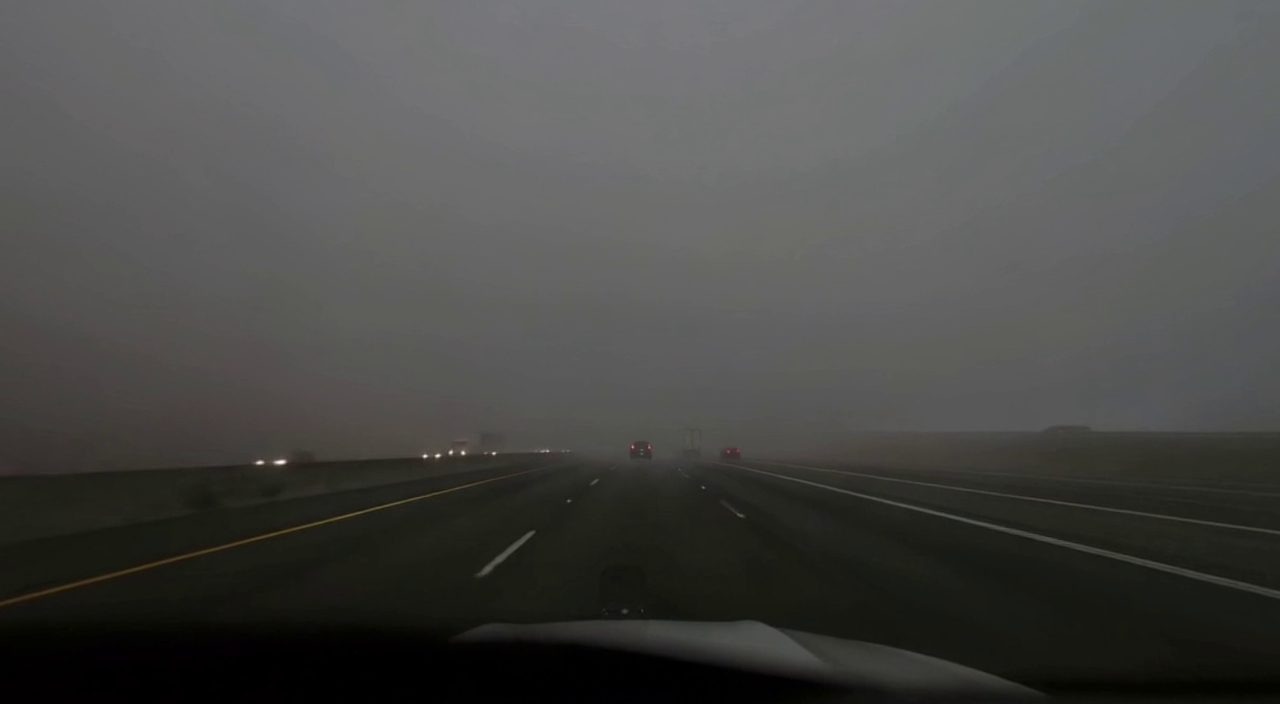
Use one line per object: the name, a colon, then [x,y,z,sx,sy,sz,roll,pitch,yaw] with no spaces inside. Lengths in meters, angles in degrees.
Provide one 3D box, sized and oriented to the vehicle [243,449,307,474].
vehicle: [-28.122,8.405,48.776,1.904,1.737,5.059,0,-8,1]
